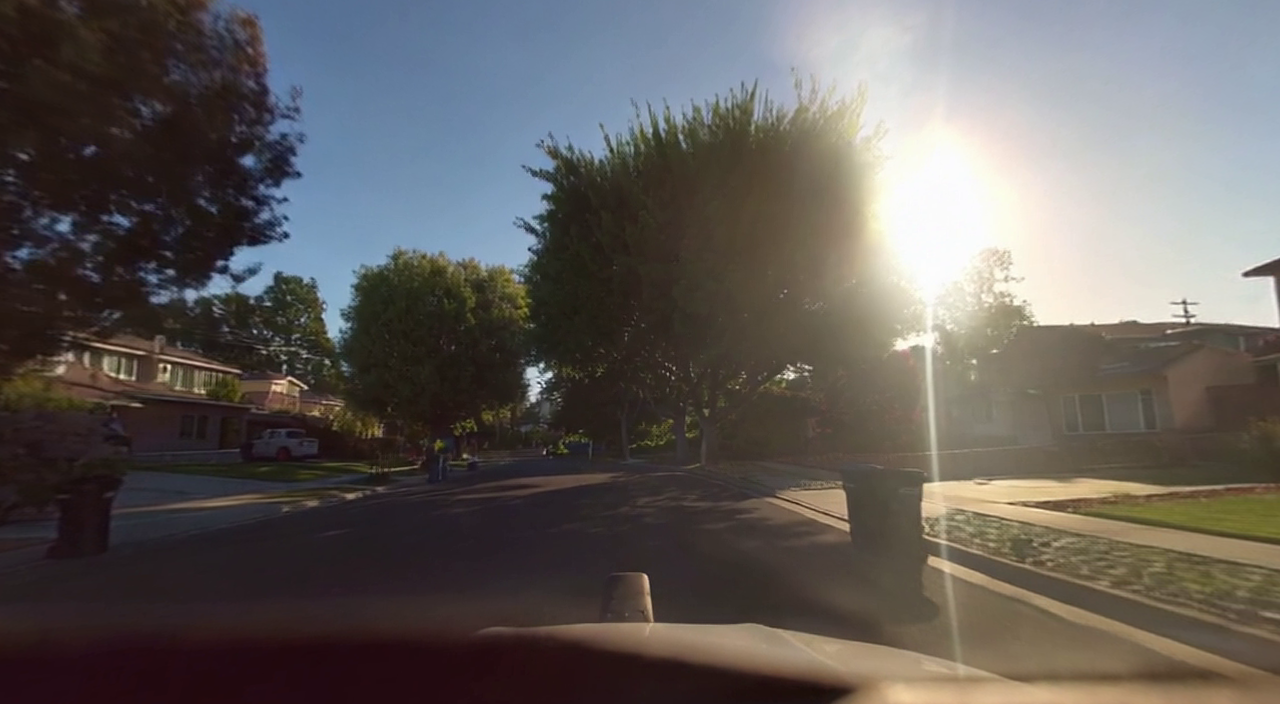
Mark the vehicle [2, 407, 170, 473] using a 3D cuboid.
[{"bbox_3d":[-18.011,2.928,20.847,2.276,1.948,4.164,2,-9,-12],"label":"vehicle"}]

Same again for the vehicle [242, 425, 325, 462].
[{"bbox_3d":[-20.060,5.186,35.801,2.407,1.912,5.091,1,-9,-9],"label":"vehicle"}]
